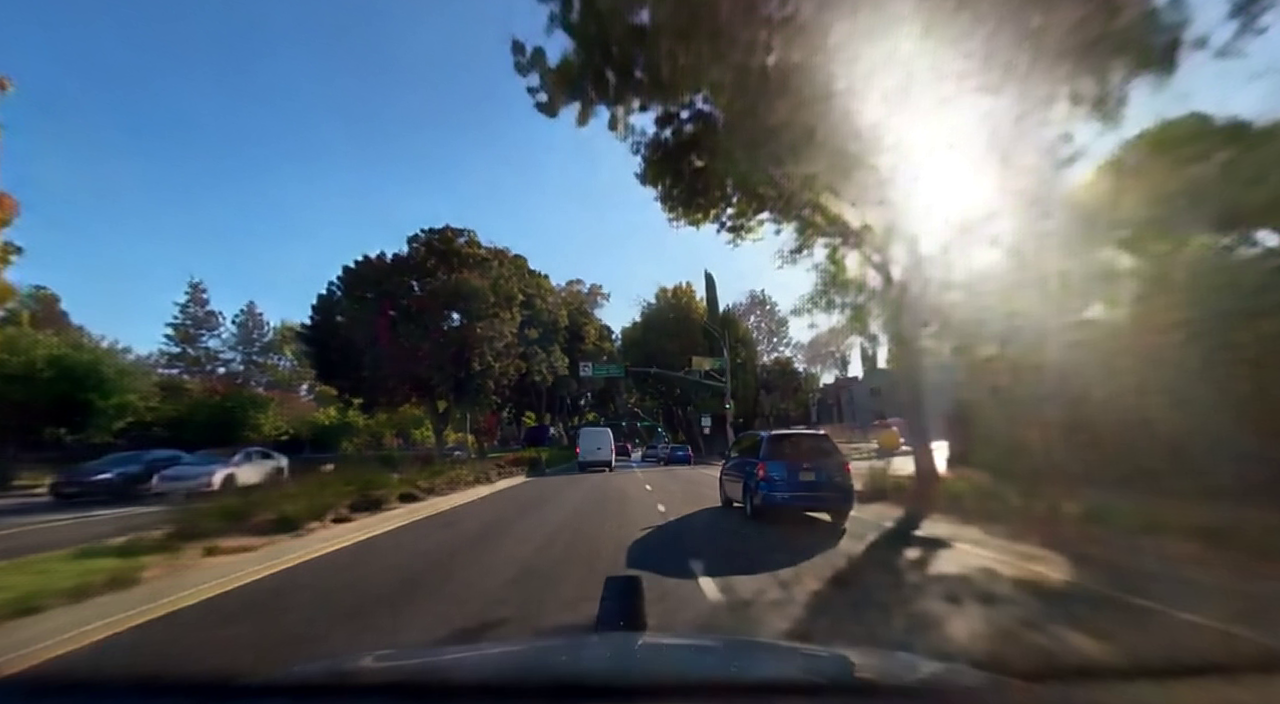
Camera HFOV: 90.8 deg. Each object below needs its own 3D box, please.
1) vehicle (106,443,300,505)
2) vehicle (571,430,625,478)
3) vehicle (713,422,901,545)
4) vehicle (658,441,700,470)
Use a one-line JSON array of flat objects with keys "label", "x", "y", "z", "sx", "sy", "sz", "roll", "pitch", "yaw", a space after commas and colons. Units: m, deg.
[{"label": "vehicle", "x": -11.803, "y": 3.297, "z": 17.578, "sx": 2.116, "sy": 1.481, "sz": 4.572, "roll": 0, "pitch": -9, "yaw": 0}, {"label": "vehicle", "x": -1.872, "y": 4.752, "z": 29.644, "sx": 2.228, "sy": 2.054, "sz": 4.309, "roll": 0, "pitch": -9, "yaw": 0}, {"label": "vehicle", "x": 2.554, "y": 2.123, "z": 10.836, "sx": 1.965, "sy": 1.671, "sz": 4.146, "roll": 0, "pitch": -9, "yaw": -2}, {"label": "vehicle", "x": 2.434, "y": 6.567, "z": 40.328, "sx": 2.248, "sy": 1.692, "sz": 4.252, "roll": 0, "pitch": -9, "yaw": -2}]
